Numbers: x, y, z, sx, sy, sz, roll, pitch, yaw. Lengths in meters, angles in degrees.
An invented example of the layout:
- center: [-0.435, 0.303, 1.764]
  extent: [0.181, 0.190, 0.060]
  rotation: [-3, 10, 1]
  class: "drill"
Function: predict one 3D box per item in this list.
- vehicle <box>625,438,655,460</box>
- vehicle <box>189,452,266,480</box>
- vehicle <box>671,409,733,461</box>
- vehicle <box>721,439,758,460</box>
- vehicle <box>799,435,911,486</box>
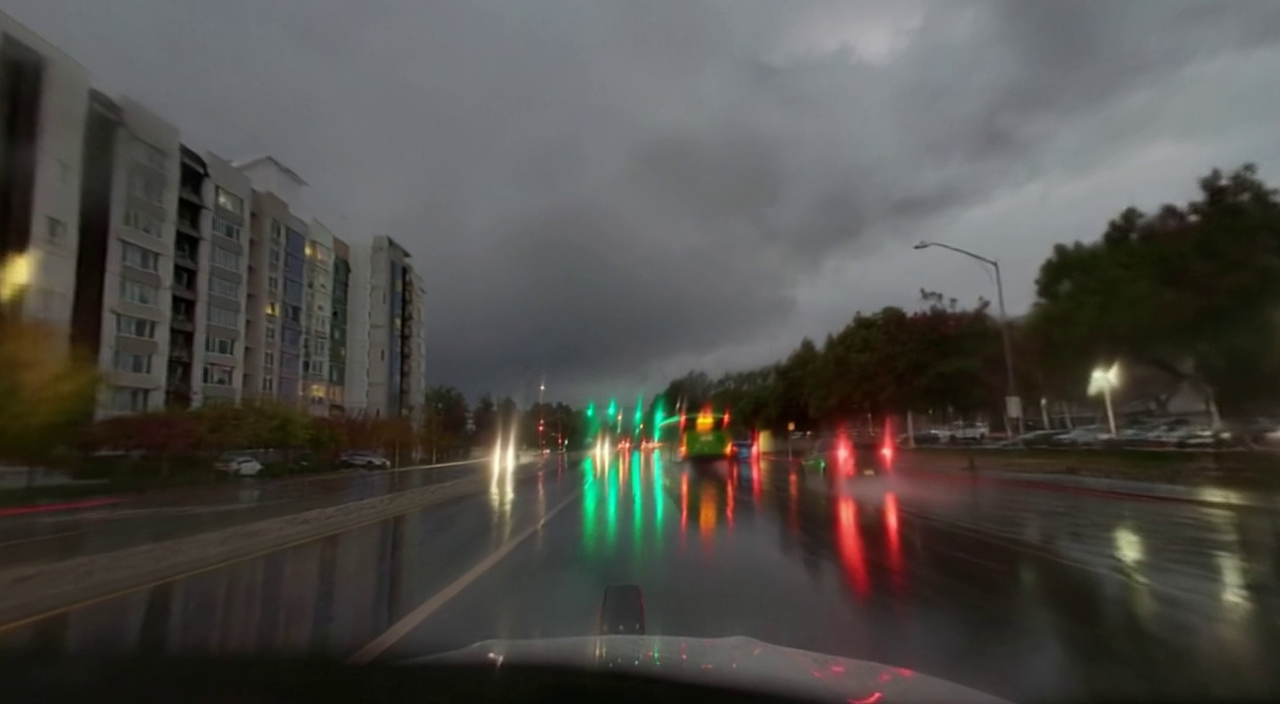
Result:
- center: [-0.004, 7.073, 46.091]
  extent: [2.145, 1.572, 4.021]
  rotation: [0, -9, 0]
  class: "vehicle"
- center: [-28.965, 7.993, 44.626]
  extent: [2.039, 1.777, 5.029]
  rotation: [0, -9, 0]
  class: "vehicle"
- center: [4.223, 6.042, 45.201]
  extent: [2.760, 3.325, 9.045]
  rotation: [1, -9, -5]
  class: "vehicle"
- center: [7.320, 7.247, 46.957]
  extent: [1.886, 1.474, 4.495]
  rotation: [0, -9, -2]
  class: "vehicle"
- center: [6.719, 3.454, 20.325]
  extent: [1.992, 1.447, 4.414]
  rotation: [0, -9, -1]
  class: "vehicle"
